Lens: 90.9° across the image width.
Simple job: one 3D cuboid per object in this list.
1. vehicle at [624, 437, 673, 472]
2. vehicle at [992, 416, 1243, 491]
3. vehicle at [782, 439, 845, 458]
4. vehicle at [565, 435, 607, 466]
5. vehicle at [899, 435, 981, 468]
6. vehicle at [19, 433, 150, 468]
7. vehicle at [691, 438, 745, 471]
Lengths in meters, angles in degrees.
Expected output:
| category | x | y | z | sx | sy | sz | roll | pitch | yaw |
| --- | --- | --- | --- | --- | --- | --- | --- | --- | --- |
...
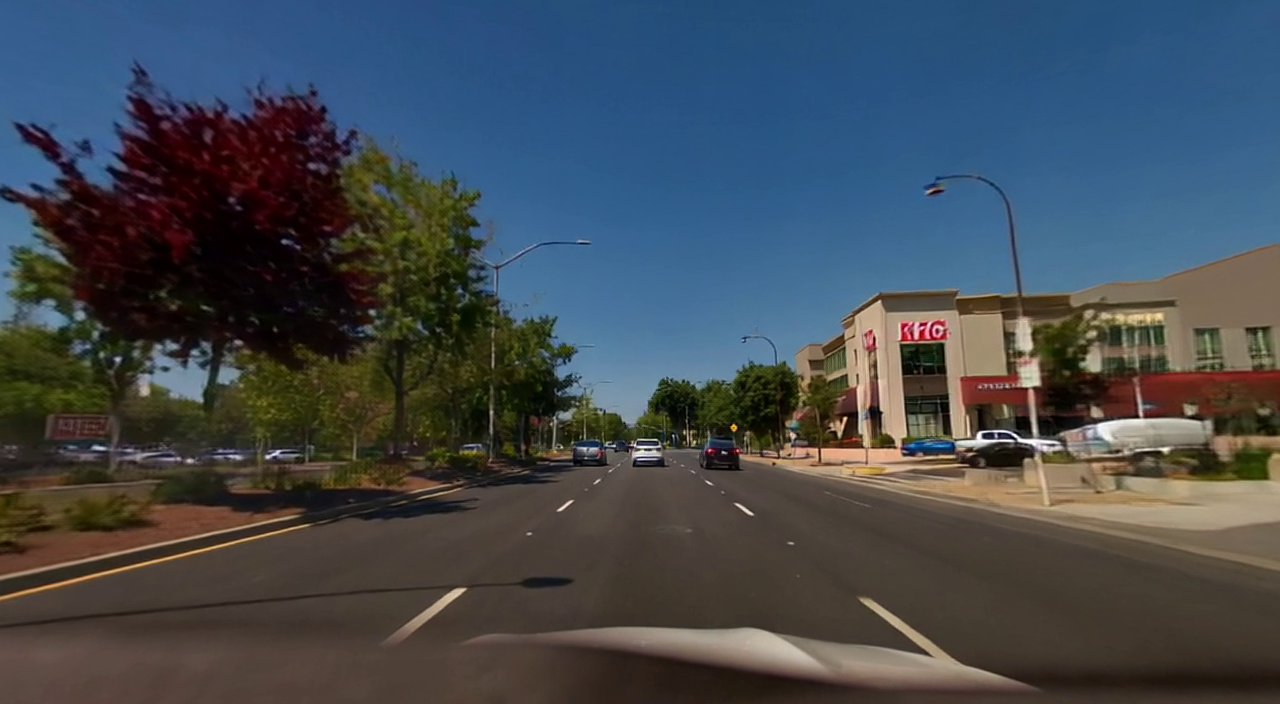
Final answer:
| category | x | y | z | sx | sy | sz | roll | pitch | yaw |
| --- | --- | --- | --- | --- | --- | --- | --- | --- | --- |
| vehicle | 0.366 | 4.667 | 28.905 | 2.059 | 1.477 | 4.216 | 0 | -8 | 0 |
| vehicle | 13.215 | 2.860 | 17.789 | 5.144 | 1.834 | 2.188 | -2 | -9 | 2 |
| vehicle | 13.628 | 7.639 | 49.860 | 4.622 | 1.469 | 1.934 | -2 | -9 | 11 |
| vehicle | -3.011 | 5.622 | 36.043 | 1.995 | 1.607 | 4.086 | 0 | -8 | 1 |
| vehicle | 15.275 | 5.098 | 32.389 | 2.099 | 1.526 | 4.555 | -1 | -8 | 2 |
| vehicle | -35.246 | 6.262 | 40.400 | 2.578 | 1.973 | 6.455 | 1 | -8 | -1 |
| vehicle | 3.705 | 4.978 | 30.799 | 2.012 | 1.462 | 4.400 | 0 | -8 | -1 |
